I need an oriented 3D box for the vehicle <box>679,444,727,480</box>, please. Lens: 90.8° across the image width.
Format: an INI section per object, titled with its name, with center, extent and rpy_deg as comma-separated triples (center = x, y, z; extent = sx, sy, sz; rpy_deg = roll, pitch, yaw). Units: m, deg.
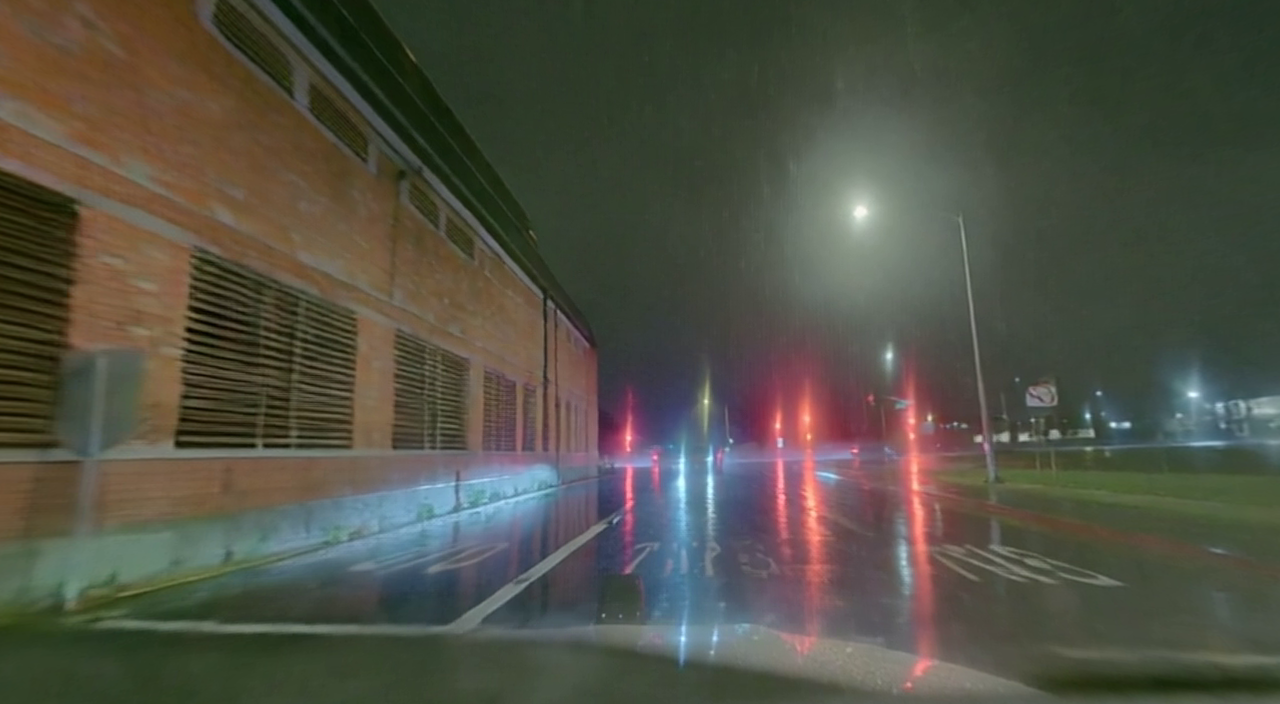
[vehicle]
center = 3.147, 5.450, 31.672
extent = 2.218, 1.657, 4.551
rpy_deg = -1, -8, 6
